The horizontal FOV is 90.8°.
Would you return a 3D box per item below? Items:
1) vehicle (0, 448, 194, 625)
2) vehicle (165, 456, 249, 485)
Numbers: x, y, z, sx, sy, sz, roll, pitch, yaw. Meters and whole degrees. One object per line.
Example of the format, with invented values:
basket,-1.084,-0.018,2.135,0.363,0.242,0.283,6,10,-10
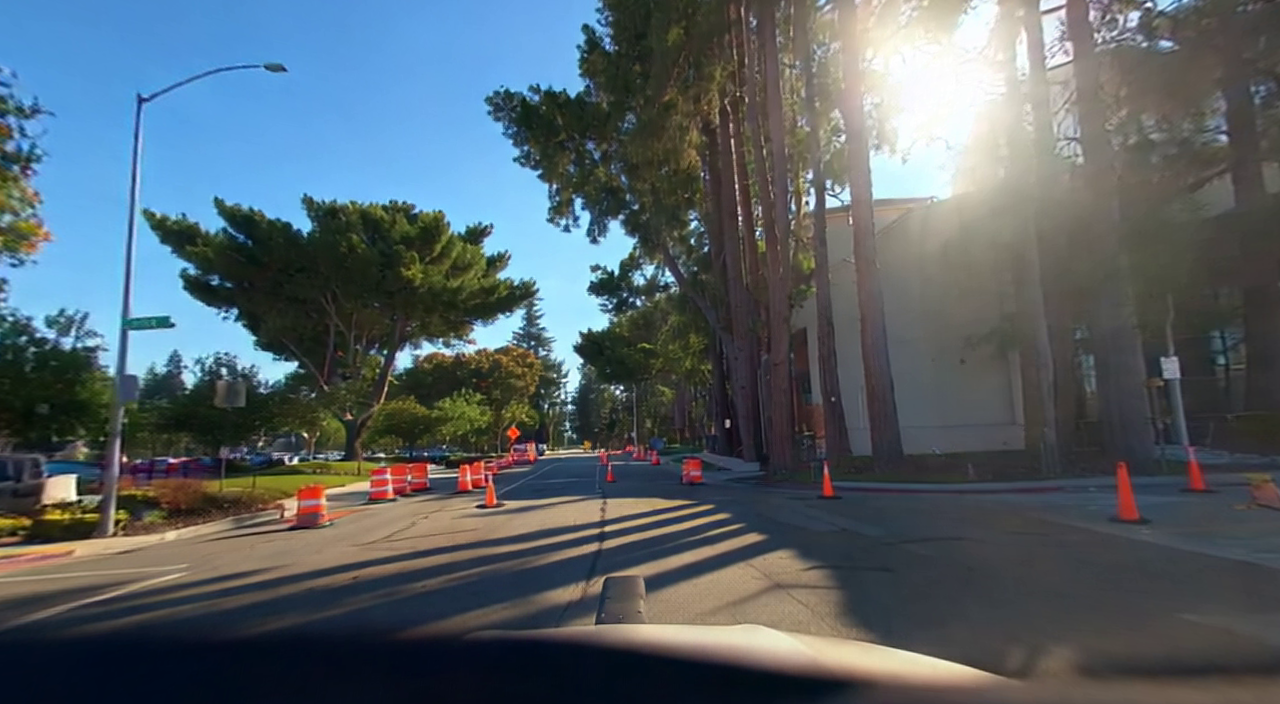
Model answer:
vehicle,-7.652,1.676,5.258,2.961,1.701,7.563,1,-8,-5
vehicle,-23.607,6.452,34.665,1.771,1.432,4.363,1,-8,-5
